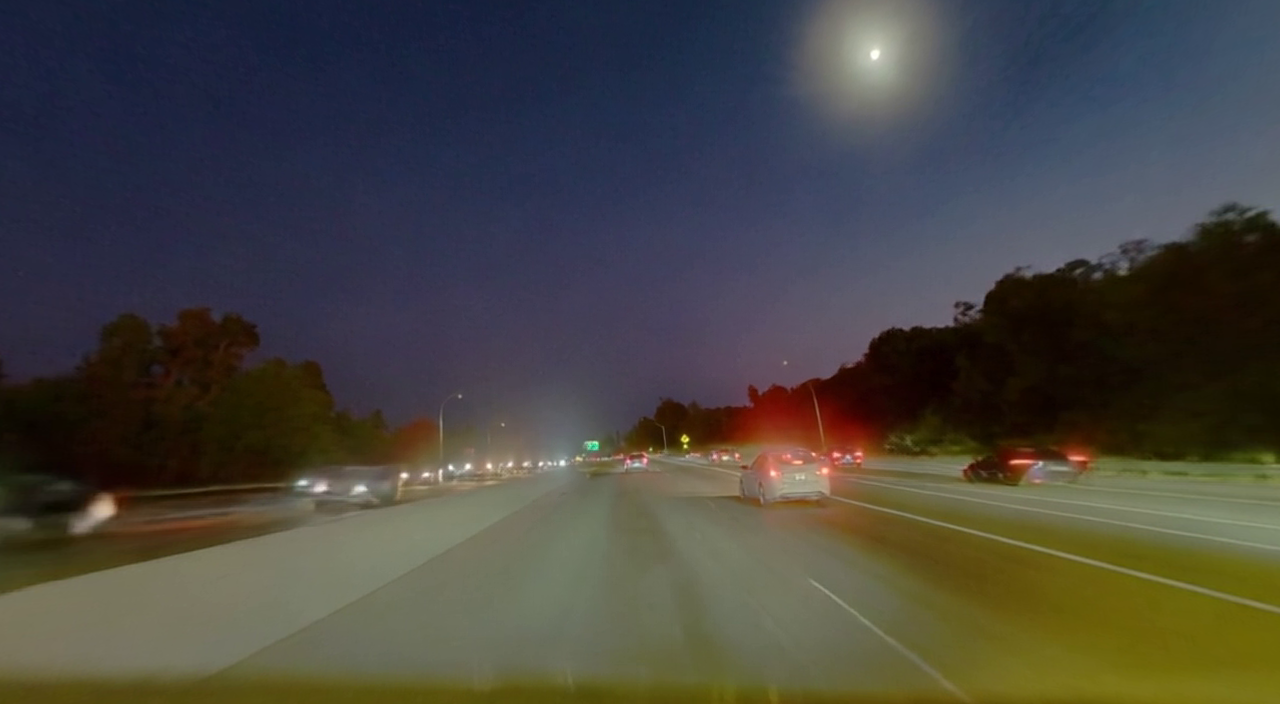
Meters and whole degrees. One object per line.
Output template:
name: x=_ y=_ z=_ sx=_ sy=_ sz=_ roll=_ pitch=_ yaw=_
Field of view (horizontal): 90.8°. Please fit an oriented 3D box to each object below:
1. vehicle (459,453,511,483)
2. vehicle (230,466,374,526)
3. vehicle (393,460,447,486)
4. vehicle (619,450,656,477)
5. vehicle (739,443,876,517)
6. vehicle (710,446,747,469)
vehicle: x=-10.255 y=7.675 z=42.166 sx=2.212 sy=1.815 sz=4.785 roll=0 pitch=-9 yaw=0
vehicle: x=-9.874 y=4.224 z=18.942 sx=1.940 sy=1.435 sz=4.312 roll=0 pitch=-9 yaw=0
vehicle: x=-13.763 y=7.585 z=39.818 sx=1.821 sy=1.437 sz=4.457 roll=0 pitch=-9 yaw=0
vehicle: x=-0.136 y=6.588 z=37.664 sx=2.090 sy=1.510 sz=4.280 roll=0 pitch=-9 yaw=0
vehicle: x=3.775 y=2.948 z=15.156 sx=1.972 sy=1.488 sz=4.335 roll=0 pitch=-9 yaw=-2
vehicle: x=6.678 y=8.024 z=48.151 sx=2.094 sy=1.652 sz=3.955 roll=0 pitch=-9 yaw=-3
